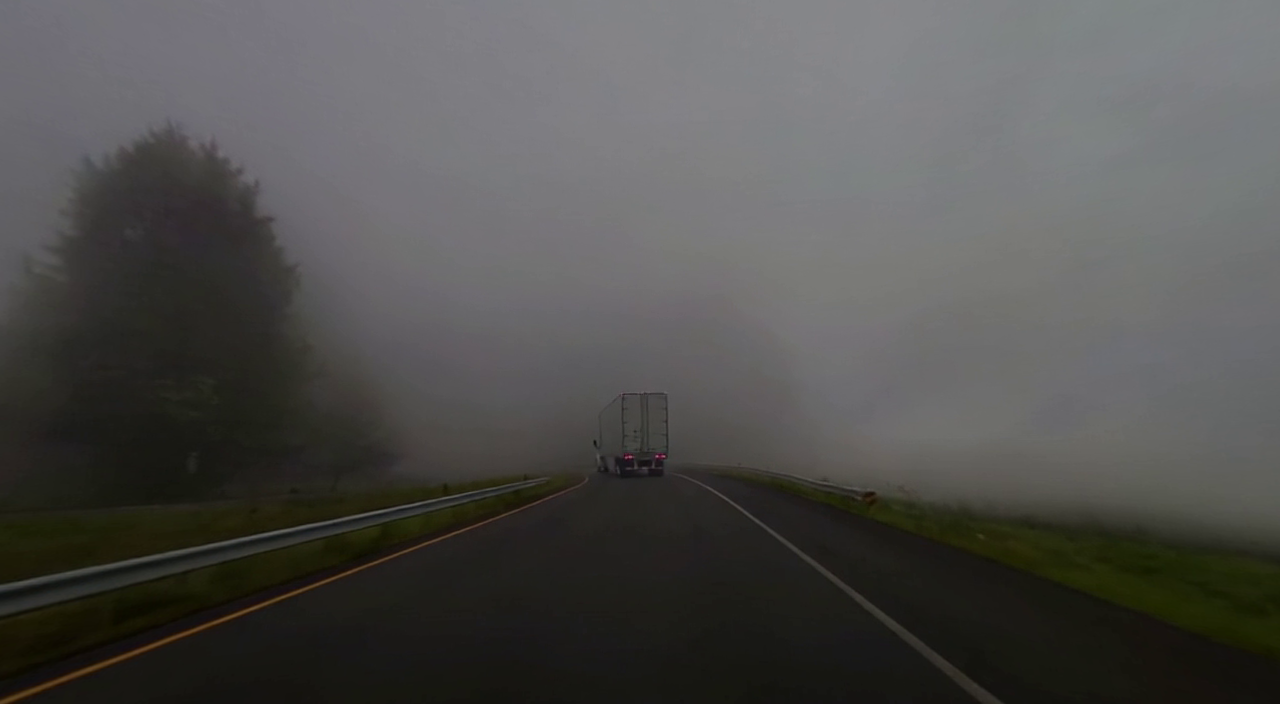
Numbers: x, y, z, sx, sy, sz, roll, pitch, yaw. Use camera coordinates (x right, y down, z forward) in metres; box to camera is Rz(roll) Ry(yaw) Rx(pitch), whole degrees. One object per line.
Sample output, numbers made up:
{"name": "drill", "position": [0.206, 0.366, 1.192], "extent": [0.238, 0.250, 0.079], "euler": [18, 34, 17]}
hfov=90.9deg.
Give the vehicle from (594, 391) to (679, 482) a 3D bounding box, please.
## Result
{"name": "vehicle", "position": [-0.607, 4.946, 36.399], "extent": [3.087, 4.178, 13.682], "euler": [2, -8, -8]}
